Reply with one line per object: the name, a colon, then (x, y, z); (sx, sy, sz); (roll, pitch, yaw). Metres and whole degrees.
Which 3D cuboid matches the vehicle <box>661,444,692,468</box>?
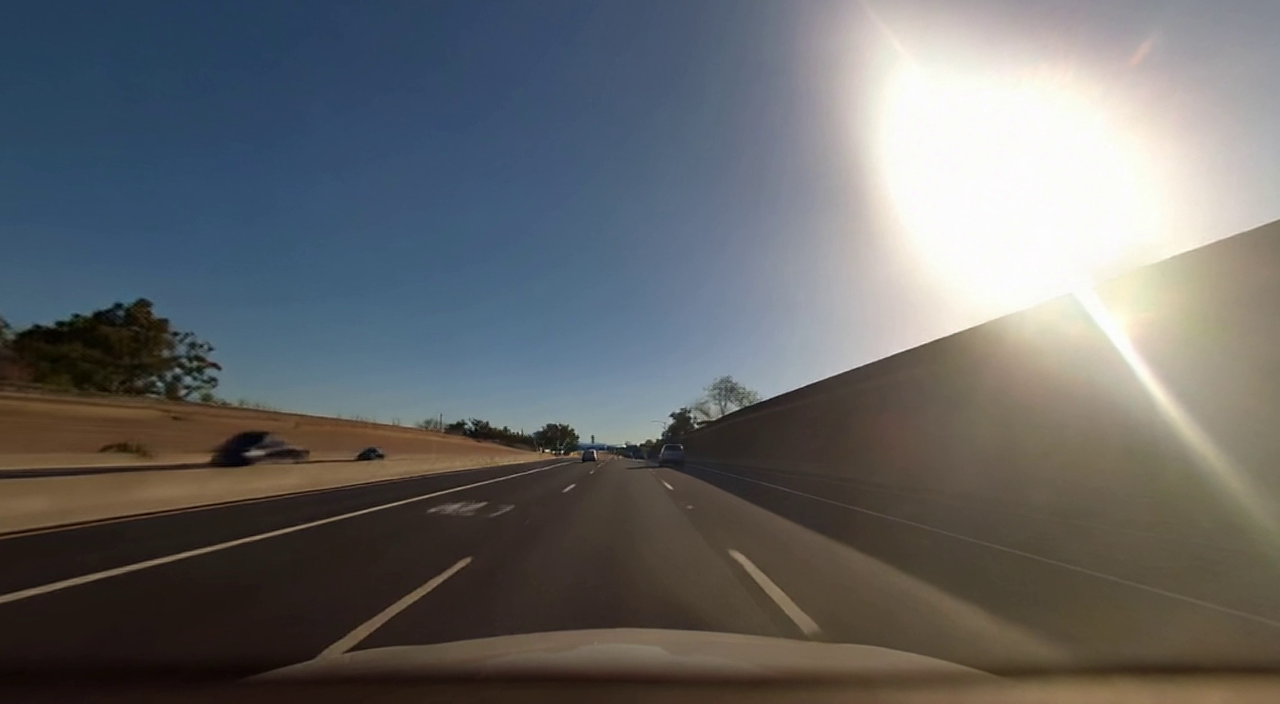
vehicle: (2.464, 7.187, 43.377); (1.895, 1.555, 4.030); (0, -9, 0)
